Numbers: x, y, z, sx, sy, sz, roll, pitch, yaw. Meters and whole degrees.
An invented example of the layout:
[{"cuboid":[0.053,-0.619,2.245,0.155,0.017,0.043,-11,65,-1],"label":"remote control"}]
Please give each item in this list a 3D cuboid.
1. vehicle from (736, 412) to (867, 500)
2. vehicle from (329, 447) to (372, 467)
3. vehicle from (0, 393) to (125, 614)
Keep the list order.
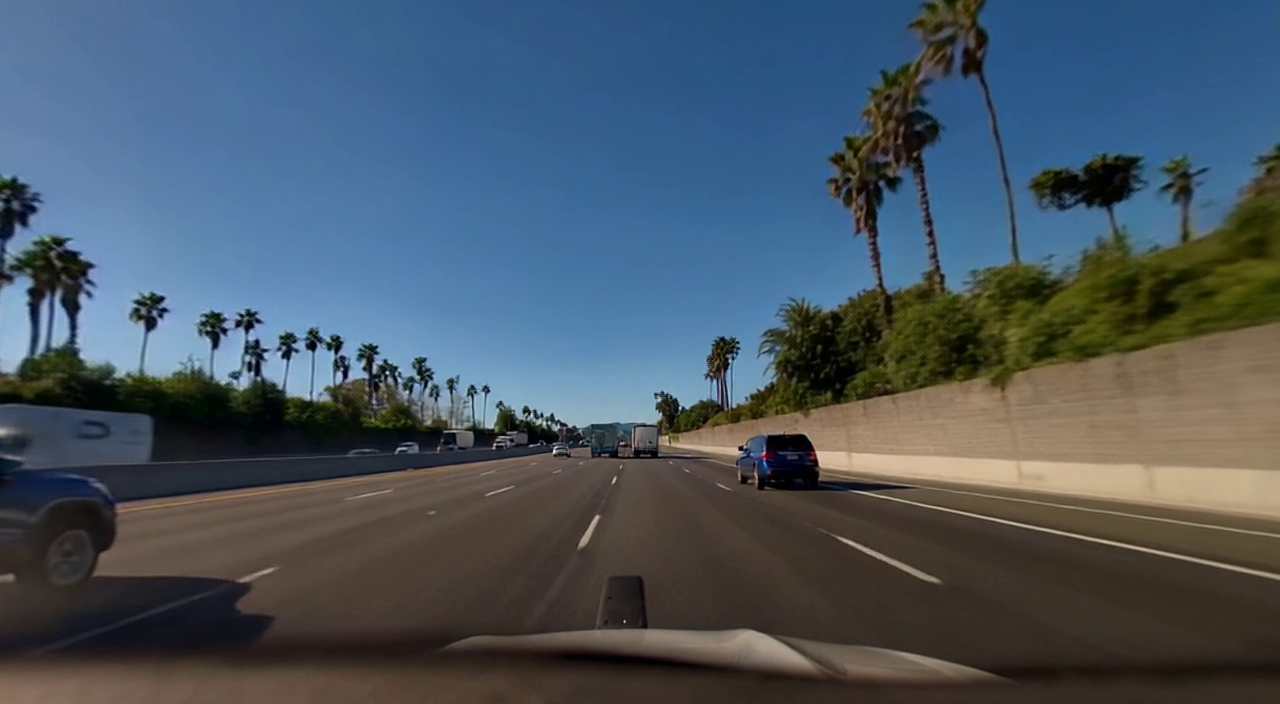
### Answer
[{"cuboid":[4.468,2.991,18.507,2.408,2.210,4.999,0,-8,-1],"label":"vehicle"},{"cuboid":[-20.875,7.584,45.572,1.498,1.356,3.330,0,-8,1],"label":"vehicle"},{"cuboid":[-6.322,1.049,3.823,2.289,1.774,4.871,0,-8,-1],"label":"vehicle"}]
